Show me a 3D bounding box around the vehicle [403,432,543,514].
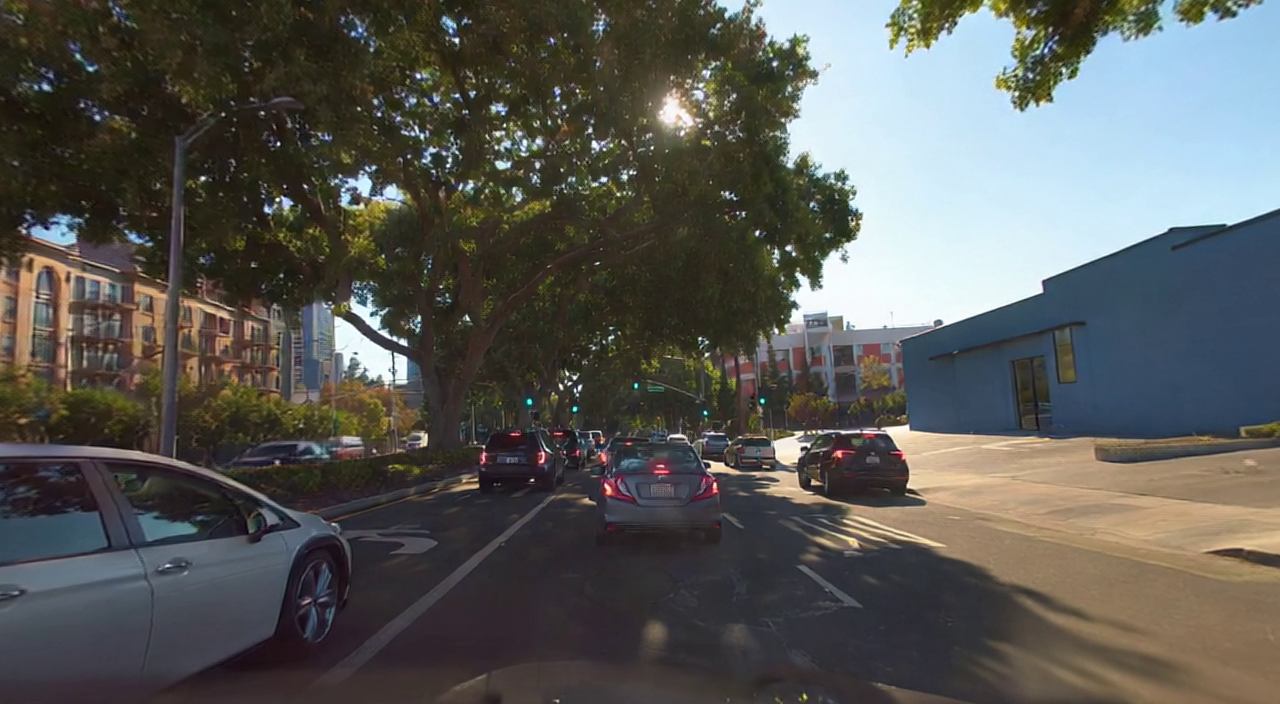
[{"bbox_3d":[-3.501,2.622,14.231,1.901,1.522,4.556,0,-9,0],"label":"vehicle"}]

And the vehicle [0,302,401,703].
[{"bbox_3d":[-3.268,0.929,3.394,2.152,1.802,4.628,0,-9,0],"label":"vehicle"}]

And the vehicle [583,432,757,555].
[{"bbox_3d":[0.269,1.992,9.580,2.095,1.438,3.843,0,-9,-3],"label":"vehicle"}]

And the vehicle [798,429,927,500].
[{"bbox_3d":[6.347,3.248,18.697,2.025,1.808,4.579,0,-9,-2],"label":"vehicle"}]
